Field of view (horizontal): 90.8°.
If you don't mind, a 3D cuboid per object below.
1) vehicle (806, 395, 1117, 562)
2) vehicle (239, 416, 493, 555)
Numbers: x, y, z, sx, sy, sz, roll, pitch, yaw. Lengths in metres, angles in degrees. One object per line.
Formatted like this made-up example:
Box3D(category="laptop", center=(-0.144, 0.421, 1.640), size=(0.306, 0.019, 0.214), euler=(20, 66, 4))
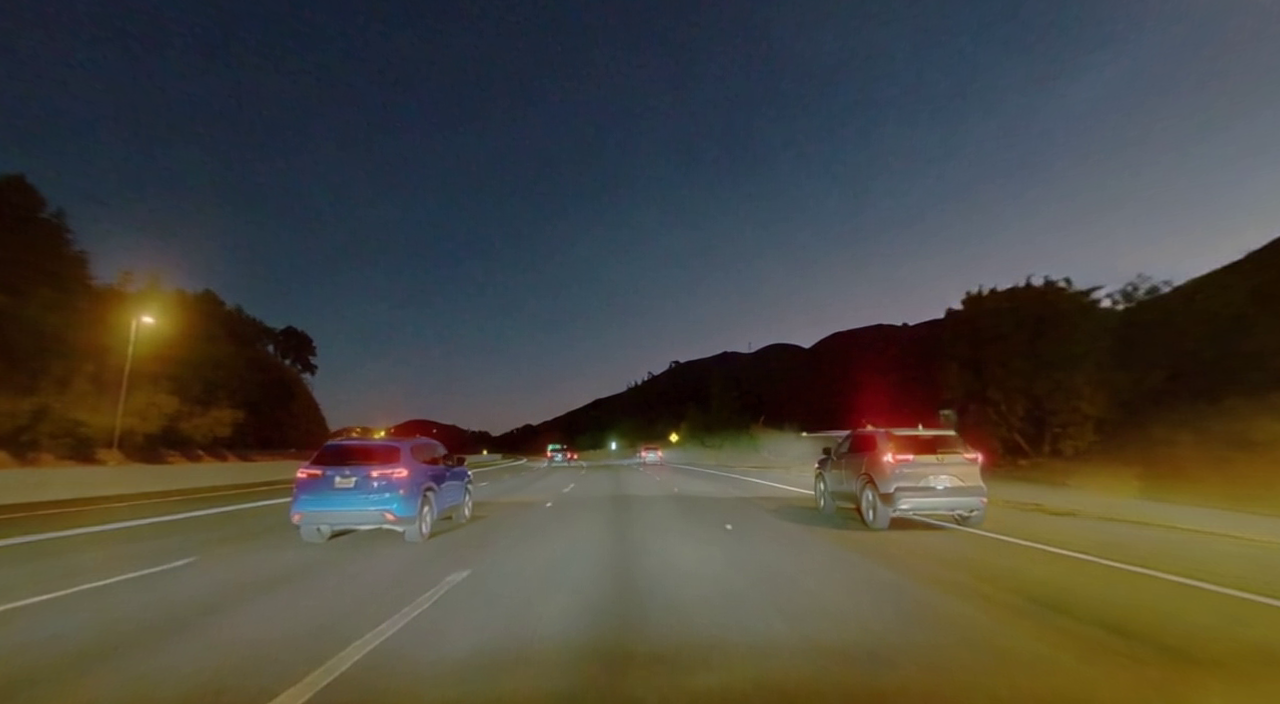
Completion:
Box3D(category="vehicle", center=(4.340, 1.820, 9.738), size=(2.103, 1.903, 4.837), euler=(0, -9, -2))
Box3D(category="vehicle", center=(-4.079, 2.080, 10.520), size=(2.213, 1.766, 4.598), euler=(0, -9, -1))
